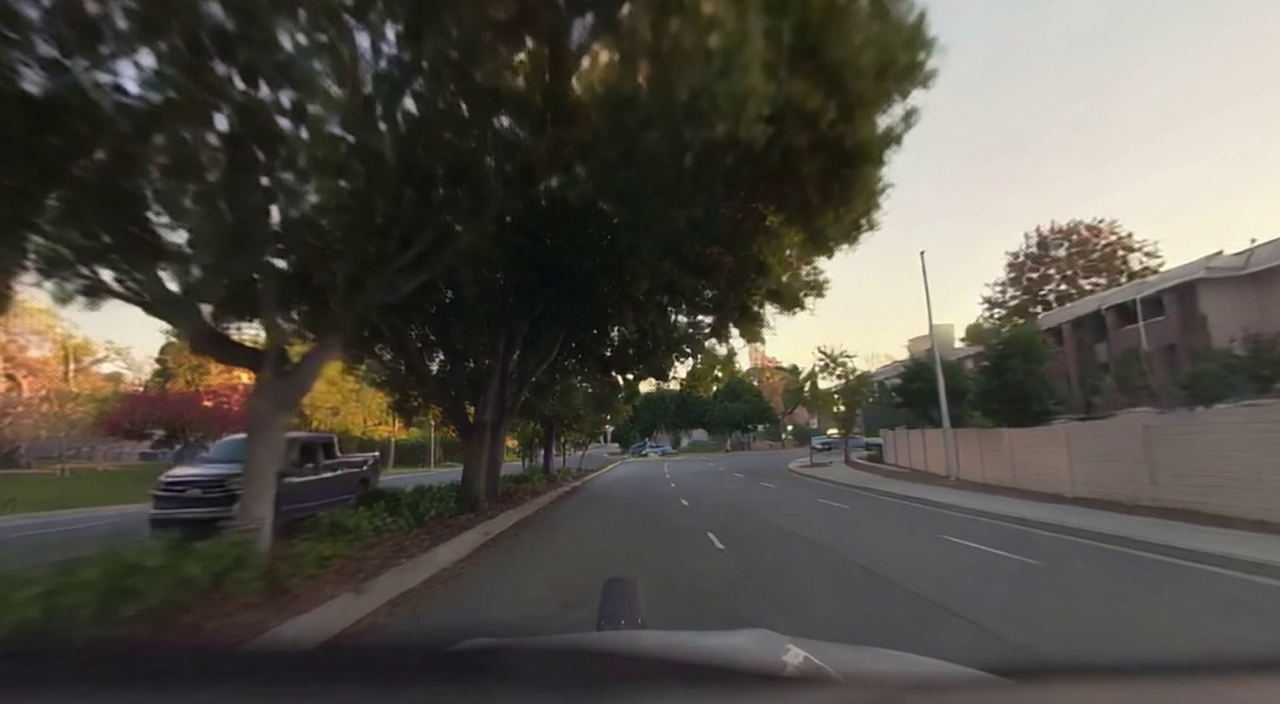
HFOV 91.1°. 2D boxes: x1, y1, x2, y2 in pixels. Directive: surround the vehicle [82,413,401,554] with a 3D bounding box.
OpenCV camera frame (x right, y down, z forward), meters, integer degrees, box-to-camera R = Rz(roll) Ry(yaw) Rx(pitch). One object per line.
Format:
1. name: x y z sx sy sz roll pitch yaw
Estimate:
1. vehicle: -6.110 2.058 10.630 2.196 1.809 4.857 0 -8 0
